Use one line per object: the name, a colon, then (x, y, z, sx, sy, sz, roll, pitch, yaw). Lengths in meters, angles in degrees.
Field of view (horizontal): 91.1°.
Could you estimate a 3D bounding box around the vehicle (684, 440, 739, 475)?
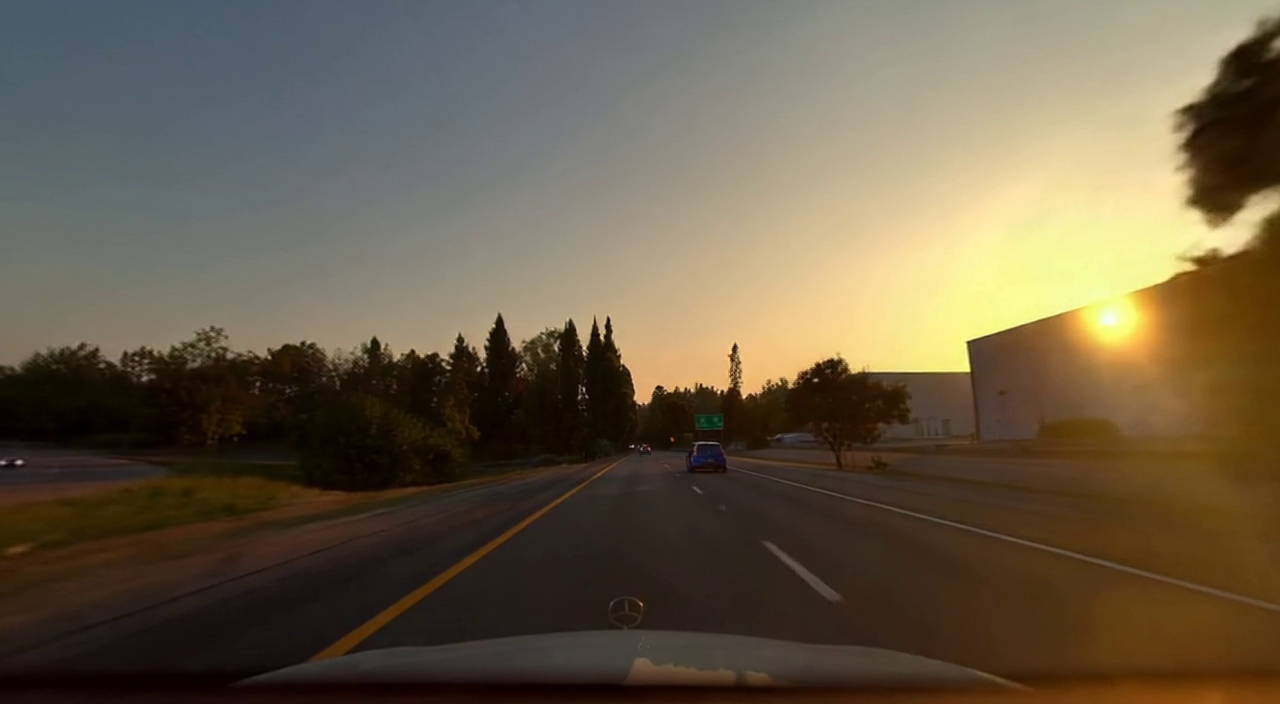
vehicle: (3.359, 5.053, 30.274, 2.079, 1.531, 3.997, 0, -9, -1)
